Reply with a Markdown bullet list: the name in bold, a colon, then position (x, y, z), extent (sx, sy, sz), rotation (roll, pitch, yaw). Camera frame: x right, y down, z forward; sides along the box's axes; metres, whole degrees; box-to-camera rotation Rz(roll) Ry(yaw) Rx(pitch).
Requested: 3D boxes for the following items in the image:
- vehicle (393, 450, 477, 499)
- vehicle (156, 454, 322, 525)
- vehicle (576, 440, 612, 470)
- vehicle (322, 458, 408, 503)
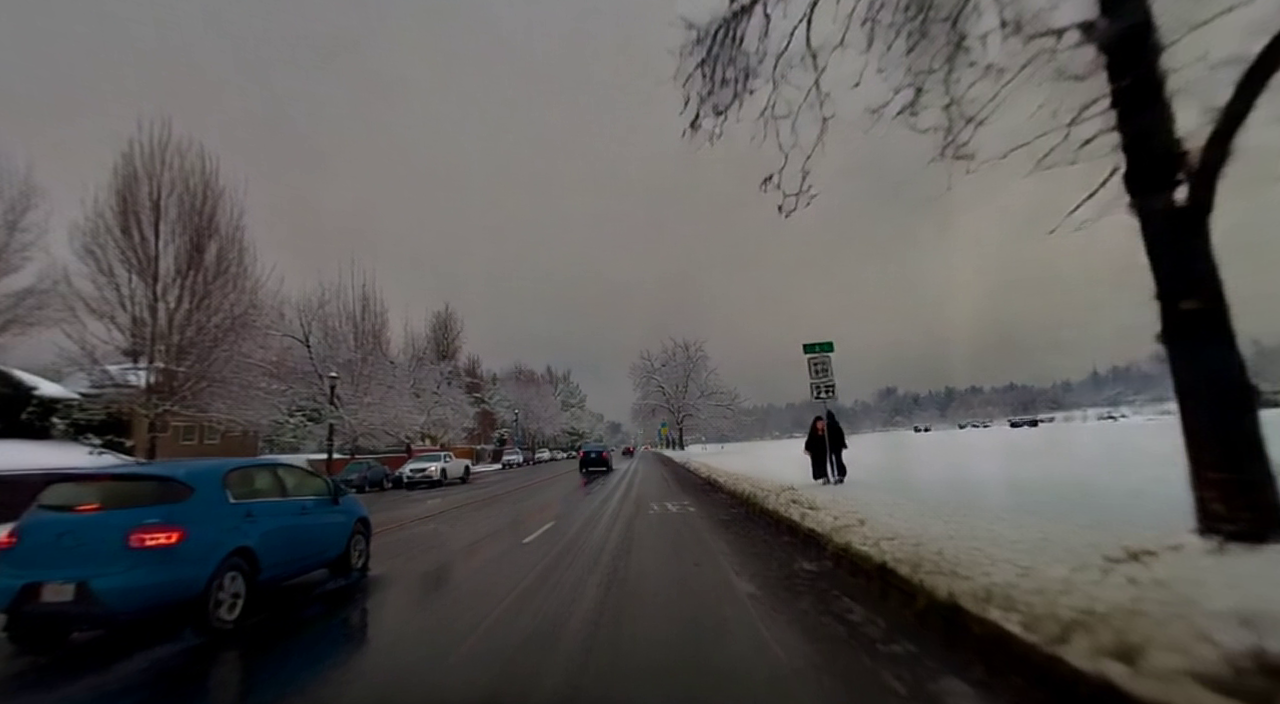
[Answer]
- **vehicle**: position (-8.950, 5.360, 27.929), extent (2.019, 1.907, 4.697), rotation (0, -8, 1)
- **vehicle**: position (-12.110, 4.116, 19.474), extent (1.904, 1.728, 4.997), rotation (1, -8, -1)
- **vehicle**: position (-2.921, 6.647, 40.588), extent (1.908, 1.809, 4.230), rotation (-1, -8, 1)
- **vehicle**: position (-12.172, 5.676, 28.111), extent (1.910, 1.462, 4.581), rotation (-4, -7, -2)
